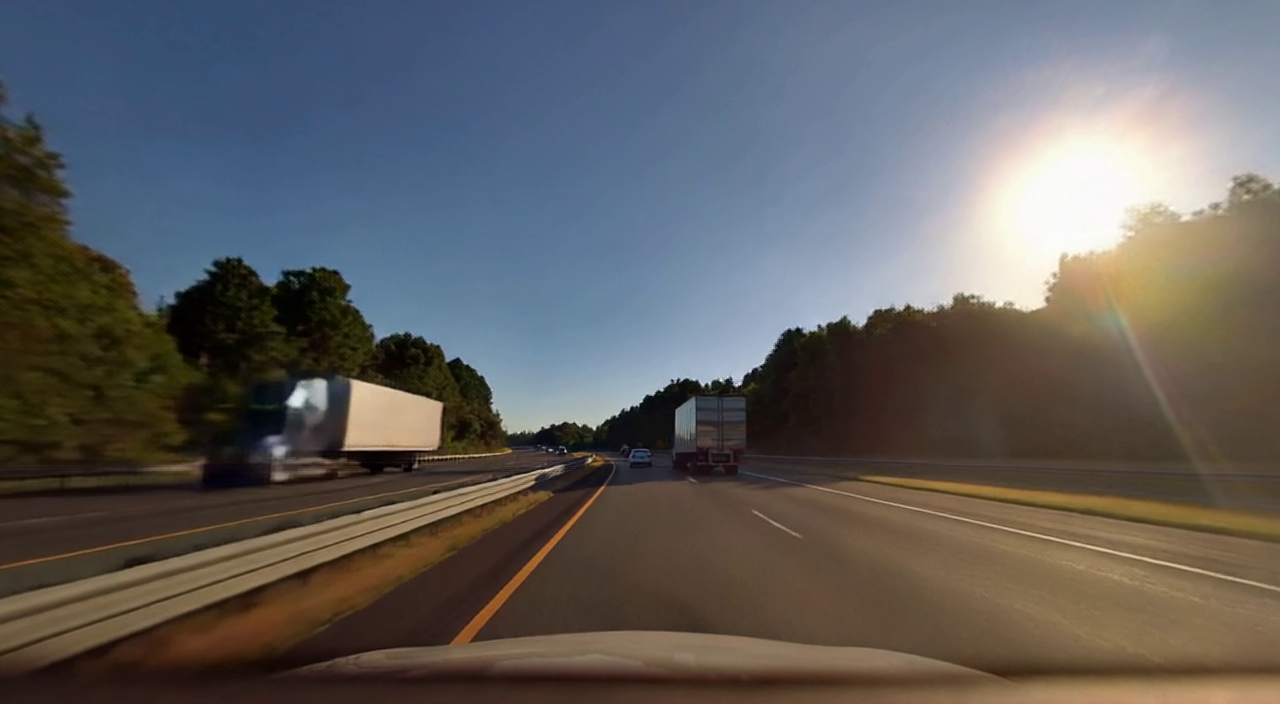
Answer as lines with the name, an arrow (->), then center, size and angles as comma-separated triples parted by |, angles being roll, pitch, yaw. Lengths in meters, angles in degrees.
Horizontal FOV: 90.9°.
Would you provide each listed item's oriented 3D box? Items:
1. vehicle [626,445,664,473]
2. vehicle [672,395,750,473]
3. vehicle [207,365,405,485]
vehicle -> 0.219, 6.268, 37.082 | 2.051, 1.513, 4.511 | 0, -9, -1
vehicle -> 4.093, 5.432, 40.354 | 2.883, 4.057, 14.579 | 0, -9, -2
vehicle -> -12.866, 3.138, 25.695 | 2.968, 4.011, 9.235 | 0, -9, -1
